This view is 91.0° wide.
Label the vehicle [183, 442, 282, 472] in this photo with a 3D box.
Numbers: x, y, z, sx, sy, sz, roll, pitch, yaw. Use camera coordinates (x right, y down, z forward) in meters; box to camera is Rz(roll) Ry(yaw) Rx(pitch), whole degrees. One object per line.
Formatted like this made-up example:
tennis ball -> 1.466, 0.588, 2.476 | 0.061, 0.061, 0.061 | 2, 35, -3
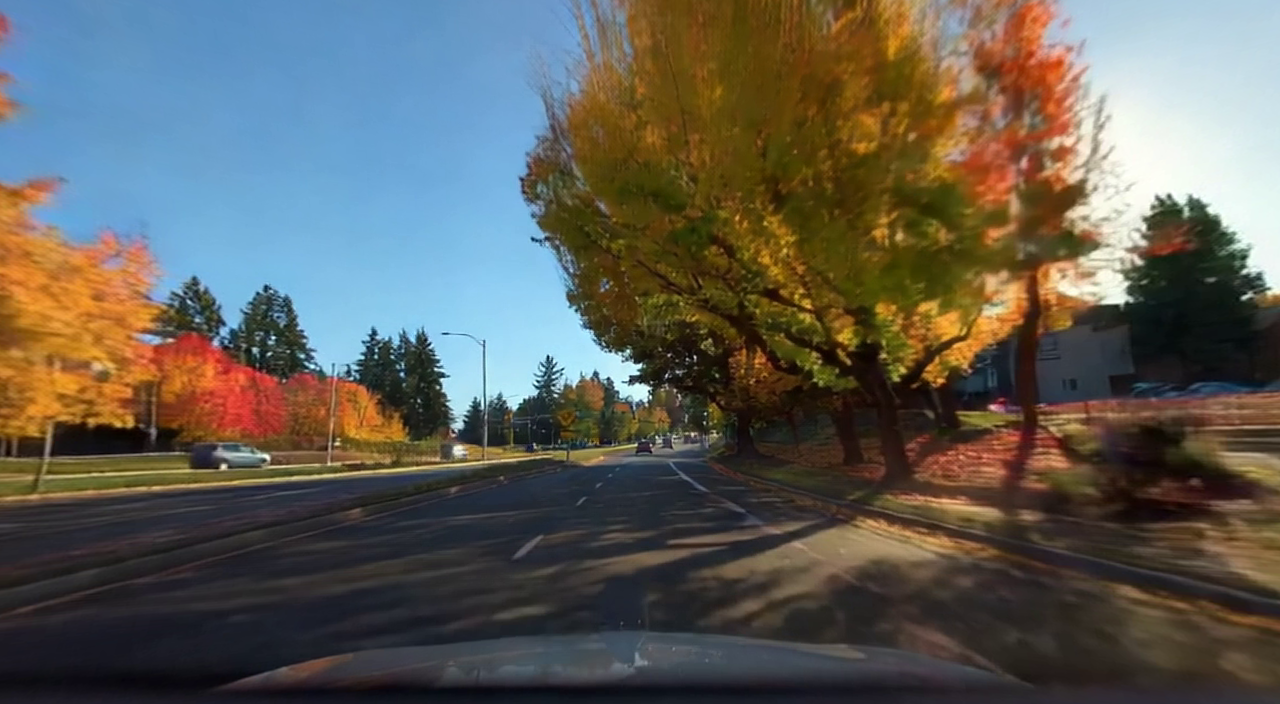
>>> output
vehicle -> -28.754, 7.398, 44.688 | 2.242, 1.955, 5.600 | -3, -9, 19
